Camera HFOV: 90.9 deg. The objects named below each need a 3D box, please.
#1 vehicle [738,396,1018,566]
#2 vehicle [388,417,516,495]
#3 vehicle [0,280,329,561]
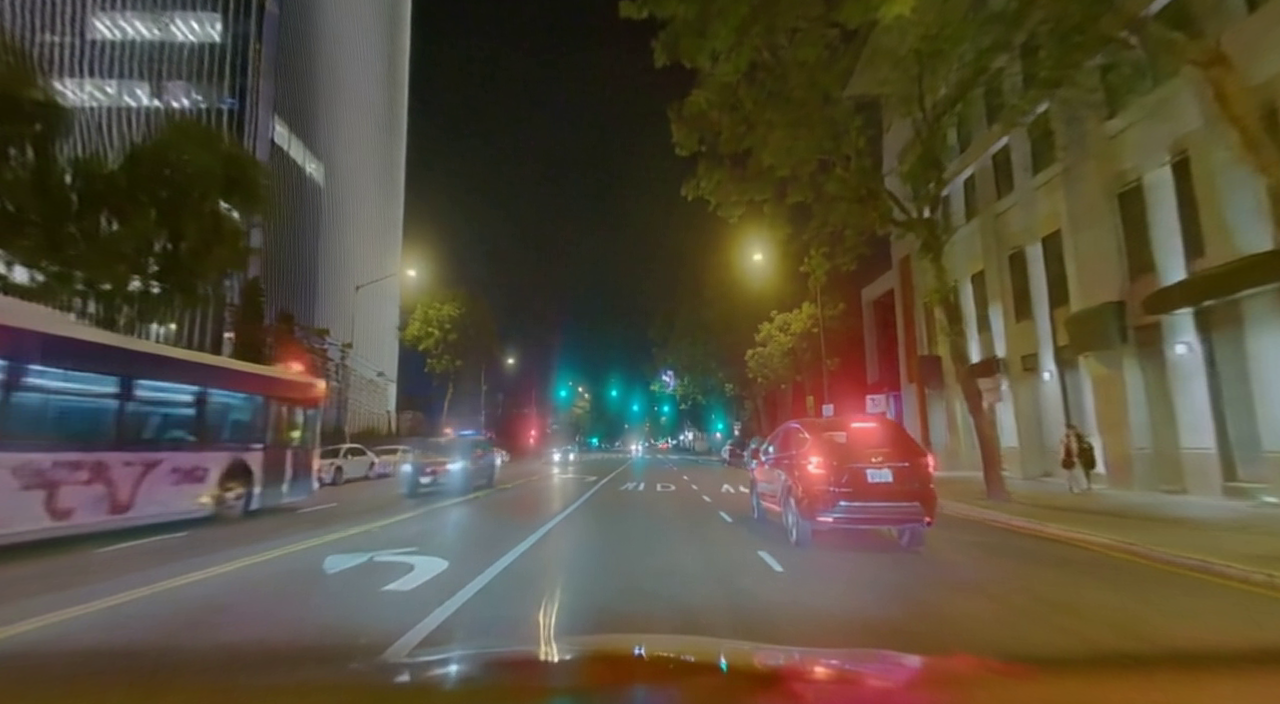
[{"bbox_3d":[3.037,1.820,9.678,2.118,1.848,5.426,0,-9,-1],"label":"vehicle"},{"bbox_3d":[-5.110,2.922,17.989,2.030,1.881,4.994,0,-9,1],"label":"vehicle"},{"bbox_3d":[-8.999,1.298,10.729,2.784,3.310,8.964,0,-9,0],"label":"vehicle"}]
